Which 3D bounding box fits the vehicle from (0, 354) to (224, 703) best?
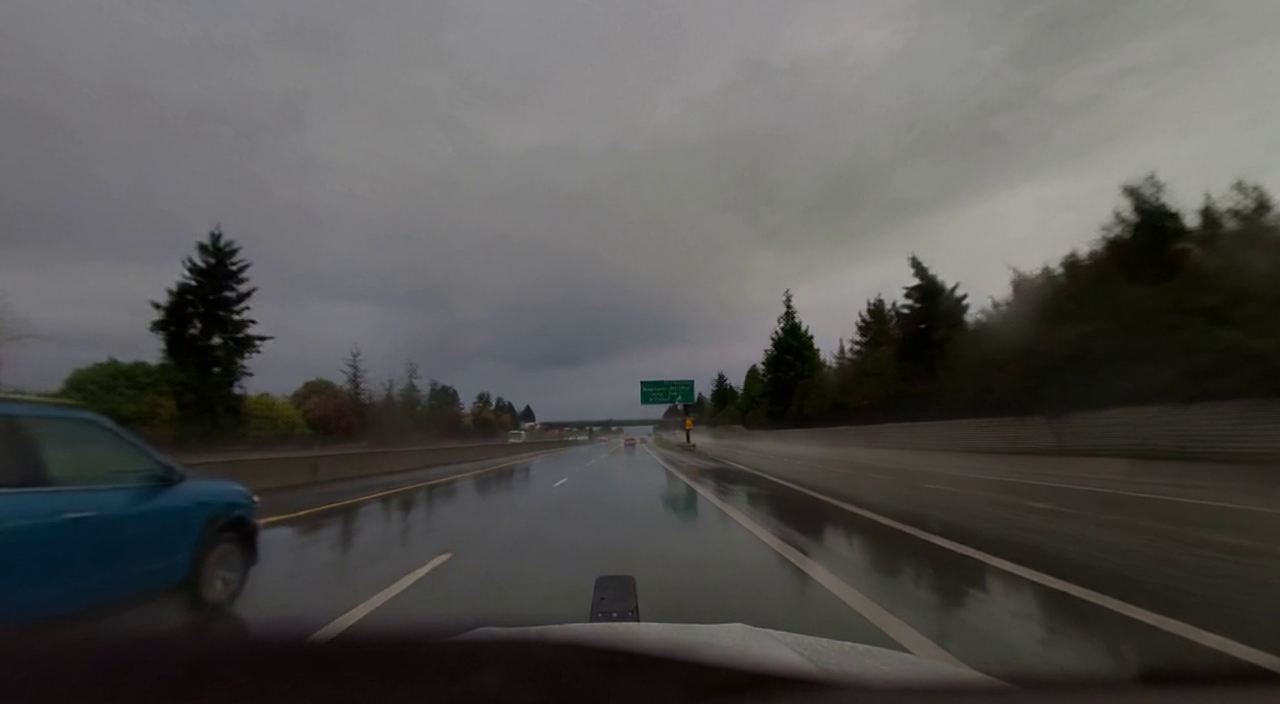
[{"bbox_3d":[-3.937,0.750,2.178,2.129,1.641,4.263,0,-7,-1],"label":"vehicle"}]
